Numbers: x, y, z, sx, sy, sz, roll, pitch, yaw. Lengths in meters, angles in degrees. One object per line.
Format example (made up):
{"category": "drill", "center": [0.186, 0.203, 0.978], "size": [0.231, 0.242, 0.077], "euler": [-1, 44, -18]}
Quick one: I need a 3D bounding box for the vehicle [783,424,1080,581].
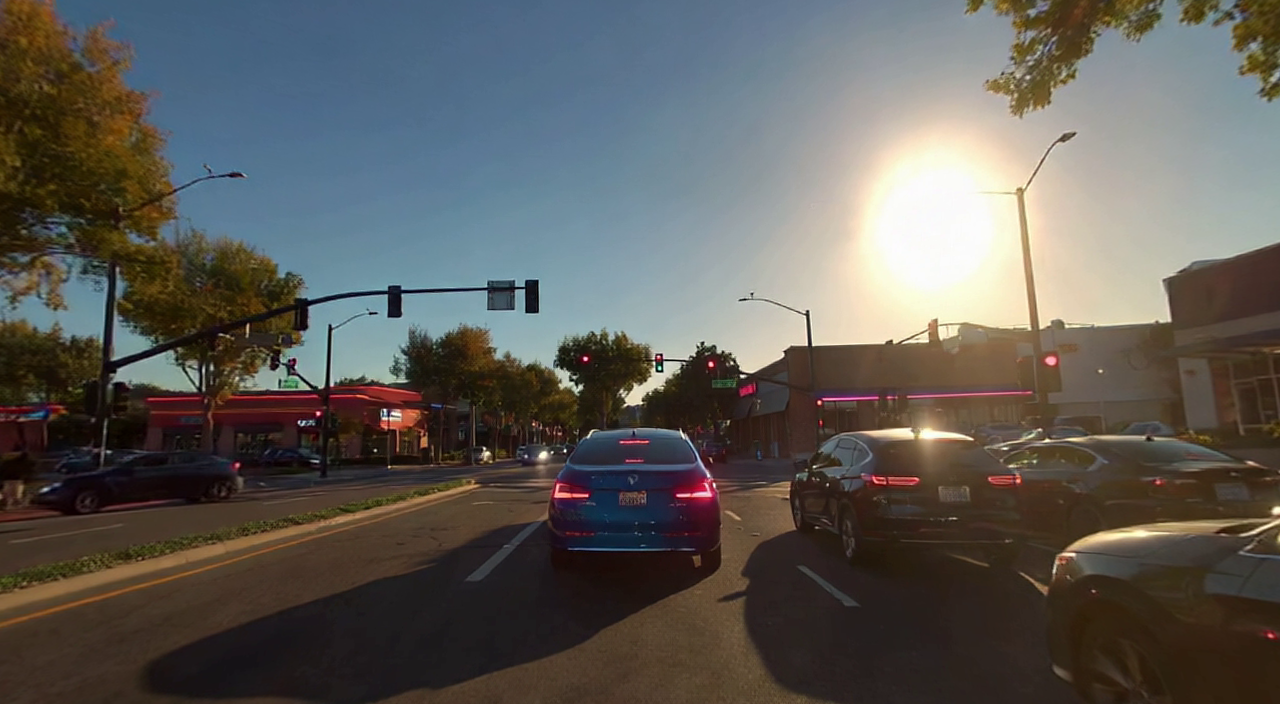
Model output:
{"category": "vehicle", "center": [3.323, 1.781, 8.297], "size": [1.865, 1.496, 4.170], "euler": [0, -9, 0]}

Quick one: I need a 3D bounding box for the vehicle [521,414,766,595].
{"category": "vehicle", "center": [0.009, 1.629, 7.522], "size": [2.154, 1.577, 3.723], "euler": [0, -9, -1]}

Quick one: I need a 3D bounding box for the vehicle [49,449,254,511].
{"category": "vehicle", "center": [-14.679, 3.789, 19.299], "size": [2.269, 1.604, 4.265], "euler": [-4, -9, 24]}

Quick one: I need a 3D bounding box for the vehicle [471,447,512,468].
{"category": "vehicle", "center": [-11.269, 8.000, 48.242], "size": [2.099, 1.478, 4.411], "euler": [0, -9, 0]}

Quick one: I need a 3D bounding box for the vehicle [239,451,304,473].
{"category": "vehicle", "center": [-28.603, 8.523, 49.163], "size": [4.205, 1.541, 1.780], "euler": [4, -10, -28]}

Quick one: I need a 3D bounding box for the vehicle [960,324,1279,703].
{"category": "vehicle", "center": [2.982, 0.698, 1.569], "size": [2.075, 1.661, 4.401], "euler": [0, -9, 1]}

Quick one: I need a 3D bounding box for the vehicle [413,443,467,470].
{"category": "vehicle", "center": [-15.083, 7.891, 48.041], "size": [2.395, 1.903, 4.860], "euler": [-1, -9, 1]}
